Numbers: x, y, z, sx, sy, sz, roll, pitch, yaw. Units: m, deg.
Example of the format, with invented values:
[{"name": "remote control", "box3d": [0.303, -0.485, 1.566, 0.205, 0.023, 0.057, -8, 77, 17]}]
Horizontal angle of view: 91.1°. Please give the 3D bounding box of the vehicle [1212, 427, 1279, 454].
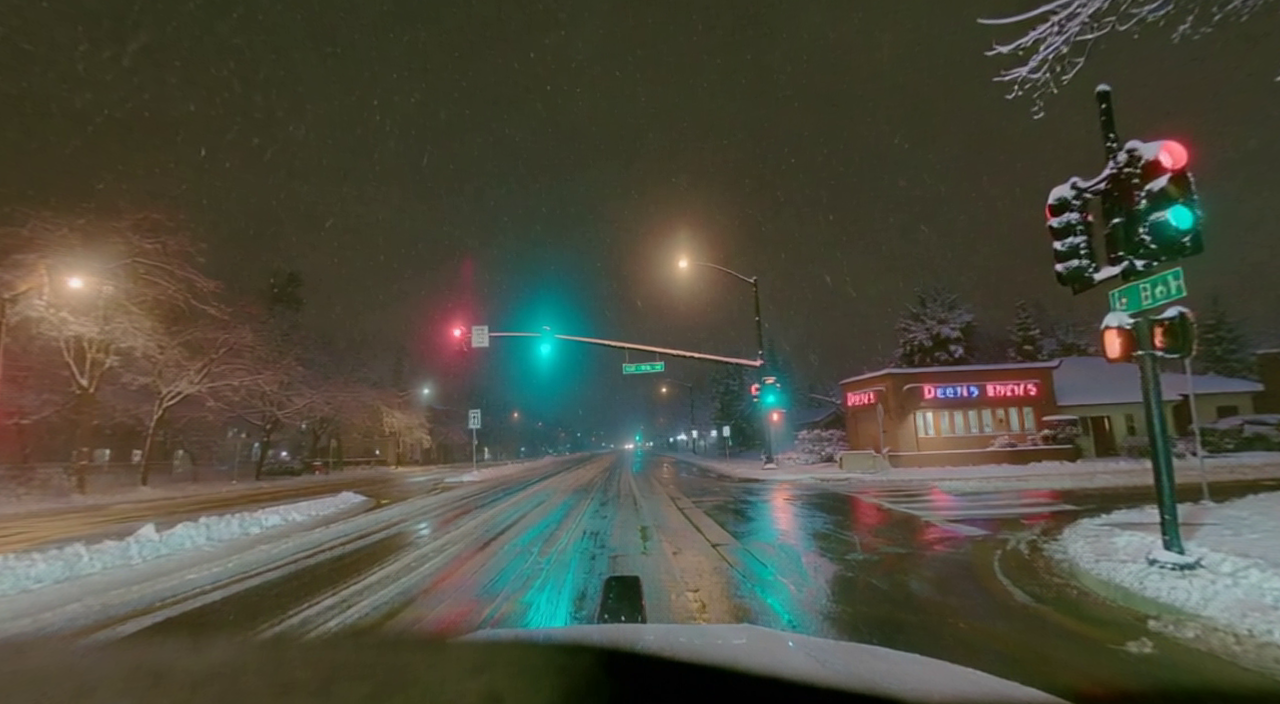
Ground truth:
[{"name": "vehicle", "box3d": [35.326, 4.972, 35.193, 4.493, 1.453, 1.849, 0, -9, 2]}]
